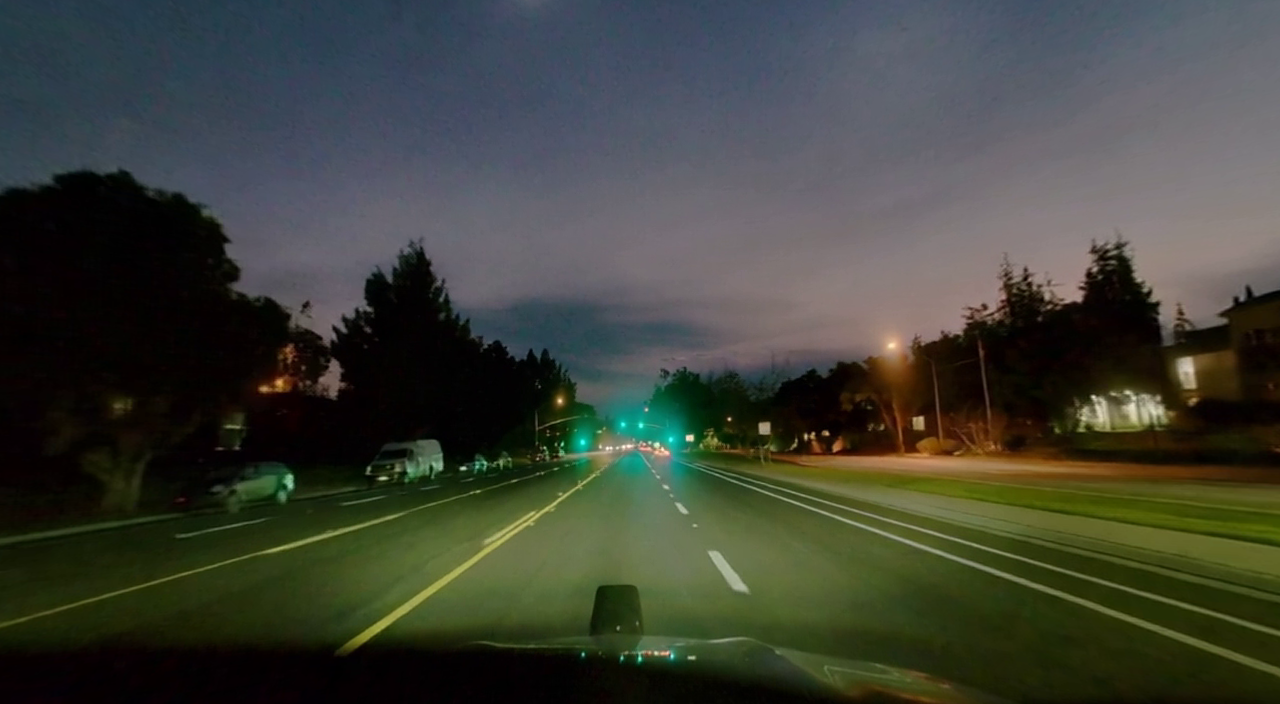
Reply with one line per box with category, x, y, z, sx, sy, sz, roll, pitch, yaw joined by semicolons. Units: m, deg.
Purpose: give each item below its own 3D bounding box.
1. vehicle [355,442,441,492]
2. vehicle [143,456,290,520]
vehicle;-12.396;5.893;32.840;2.630;2.286;5.309;-1;-9;-3
vehicle;-12.360;3.942;18.806;1.762;1.552;3.901;-2;-9;-2
